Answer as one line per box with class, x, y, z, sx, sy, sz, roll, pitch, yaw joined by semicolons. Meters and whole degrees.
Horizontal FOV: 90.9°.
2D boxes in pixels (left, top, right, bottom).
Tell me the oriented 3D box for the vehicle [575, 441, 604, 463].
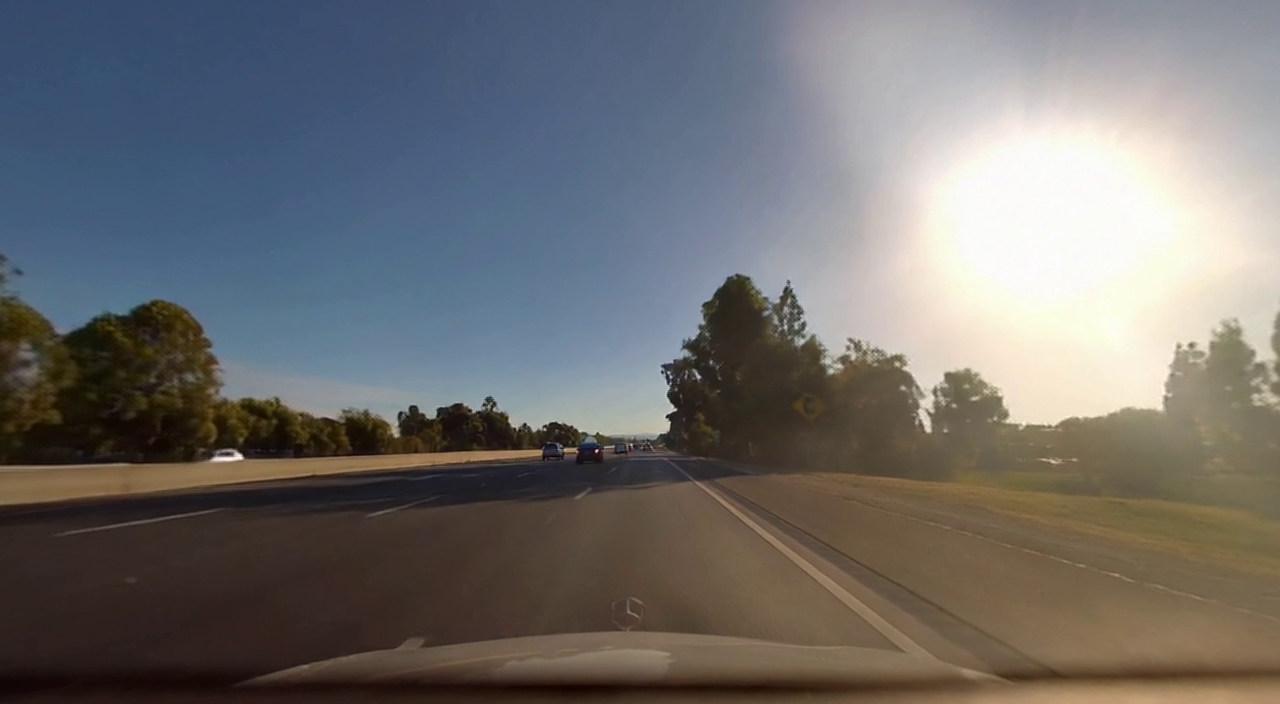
vehicle;-3.613;7.272;45.818;1.786;1.488;4.023;0;-8;0
